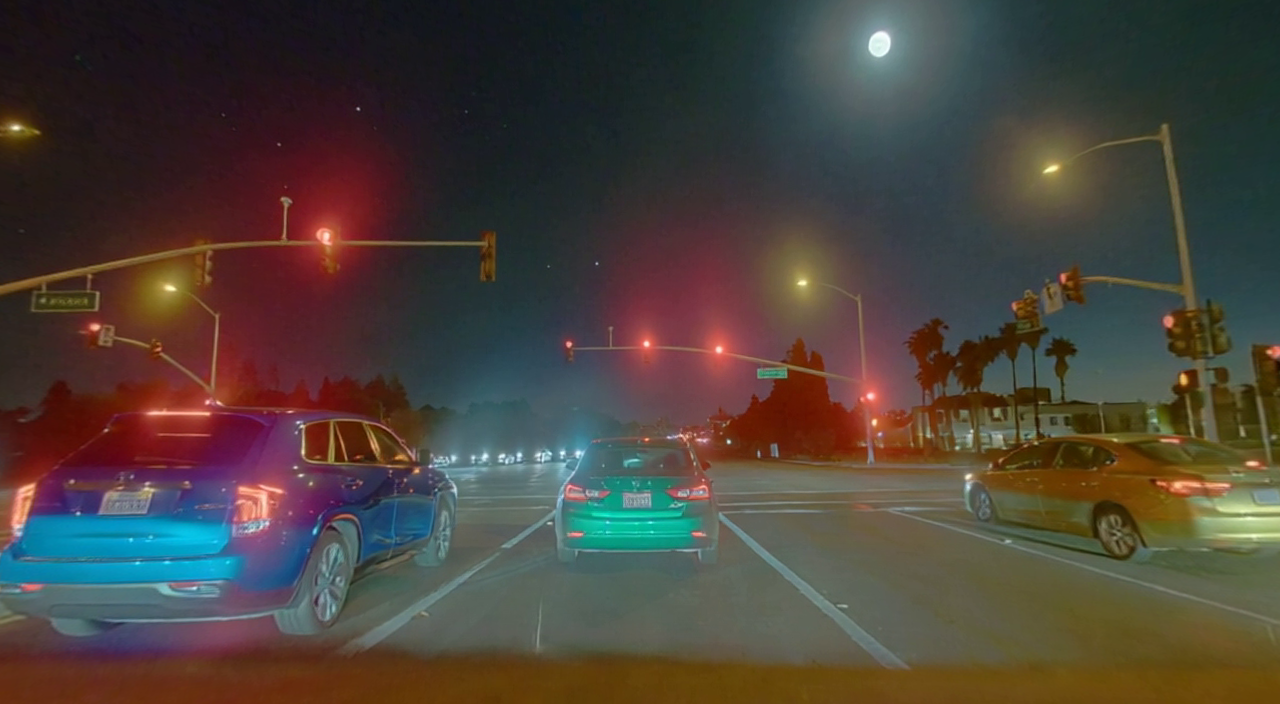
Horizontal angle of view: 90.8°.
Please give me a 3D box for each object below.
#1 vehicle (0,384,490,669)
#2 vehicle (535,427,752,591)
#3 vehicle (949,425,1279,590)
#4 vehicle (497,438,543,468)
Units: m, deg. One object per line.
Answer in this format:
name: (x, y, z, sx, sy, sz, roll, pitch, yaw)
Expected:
vehicle: (-3.095, 1.365, 6.082, 2.051, 1.682, 4.467, 0, -8, 2)
vehicle: (0.004, 1.704, 7.718, 1.942, 1.445, 3.973, 0, -8, -1)
vehicle: (6.095, 1.756, 8.082, 1.970, 1.489, 4.482, 0, -8, -1)
vehicle: (-7.911, 6.698, 42.066, 2.130, 1.810, 4.450, -2, -8, 1)
